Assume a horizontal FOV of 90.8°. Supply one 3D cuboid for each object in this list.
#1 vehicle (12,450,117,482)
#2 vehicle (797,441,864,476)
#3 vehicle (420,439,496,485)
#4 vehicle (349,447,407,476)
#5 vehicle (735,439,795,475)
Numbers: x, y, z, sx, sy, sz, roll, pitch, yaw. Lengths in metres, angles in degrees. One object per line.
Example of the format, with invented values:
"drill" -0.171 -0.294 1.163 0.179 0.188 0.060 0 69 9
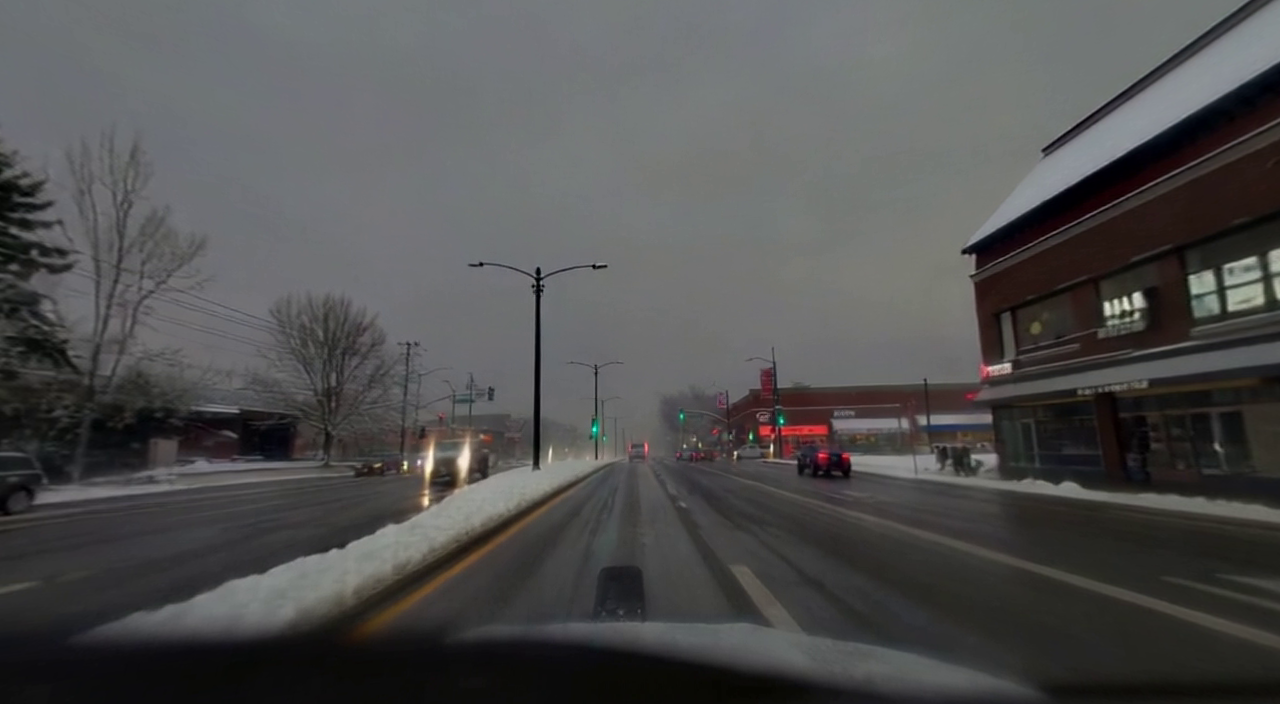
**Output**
"vehicle" -34.114 6.842 37.661 1.821 1.531 4.703 -3 -13 0
"vehicle" 9.887 5.556 33.177 2.019 1.694 4.491 0 -9 -1
"vehicle" -7.865 4.801 27.826 1.946 1.794 4.799 0 -9 -1
"vehicle" -17.928 7.618 43.544 1.944 1.794 4.849 0 -12 0
"vehicle" 6.268 5.344 32.299 1.974 1.679 4.611 0 -9 -2
